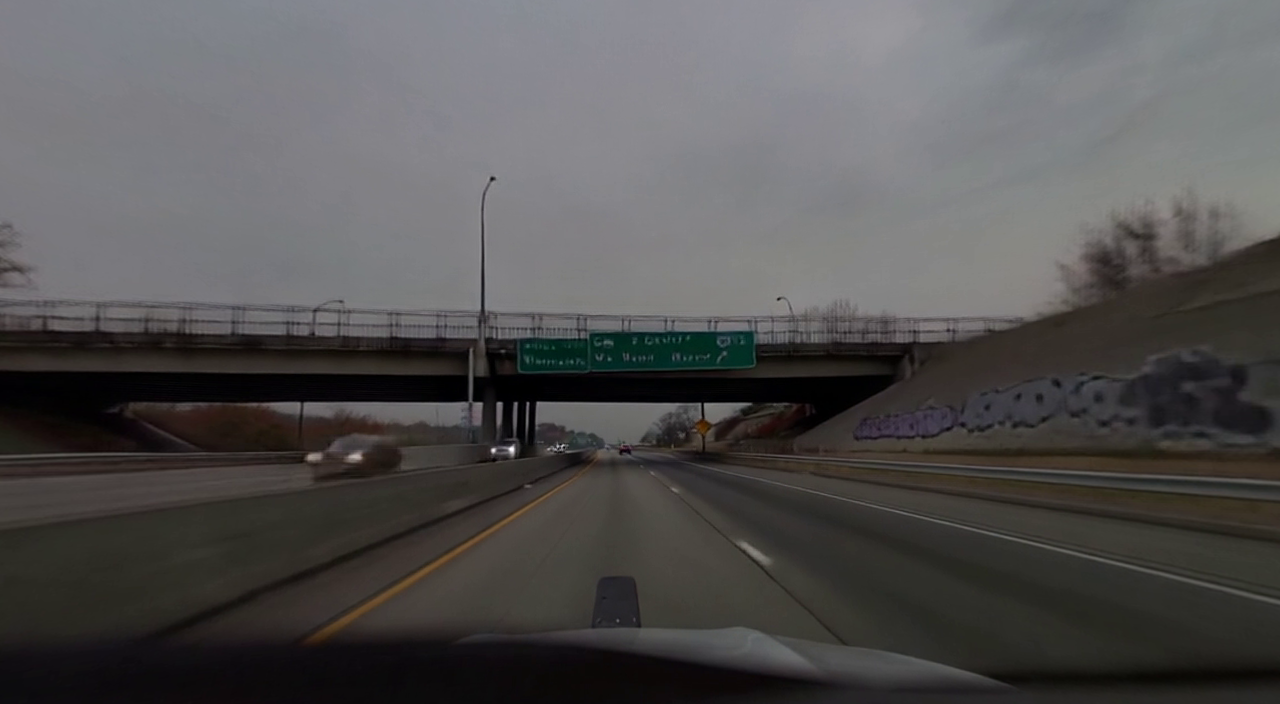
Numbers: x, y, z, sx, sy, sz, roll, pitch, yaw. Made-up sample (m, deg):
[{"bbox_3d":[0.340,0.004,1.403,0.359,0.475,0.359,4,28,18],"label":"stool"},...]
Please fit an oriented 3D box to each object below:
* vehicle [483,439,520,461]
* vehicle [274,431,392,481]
[{"bbox_3d":[-10.362,7.379,47.224,1.931,1.553,4.205,0,-9,-2],"label":"vehicle"},{"bbox_3d":[-10.008,3.429,20.844,1.917,1.499,4.022,0,-9,-1],"label":"vehicle"}]
